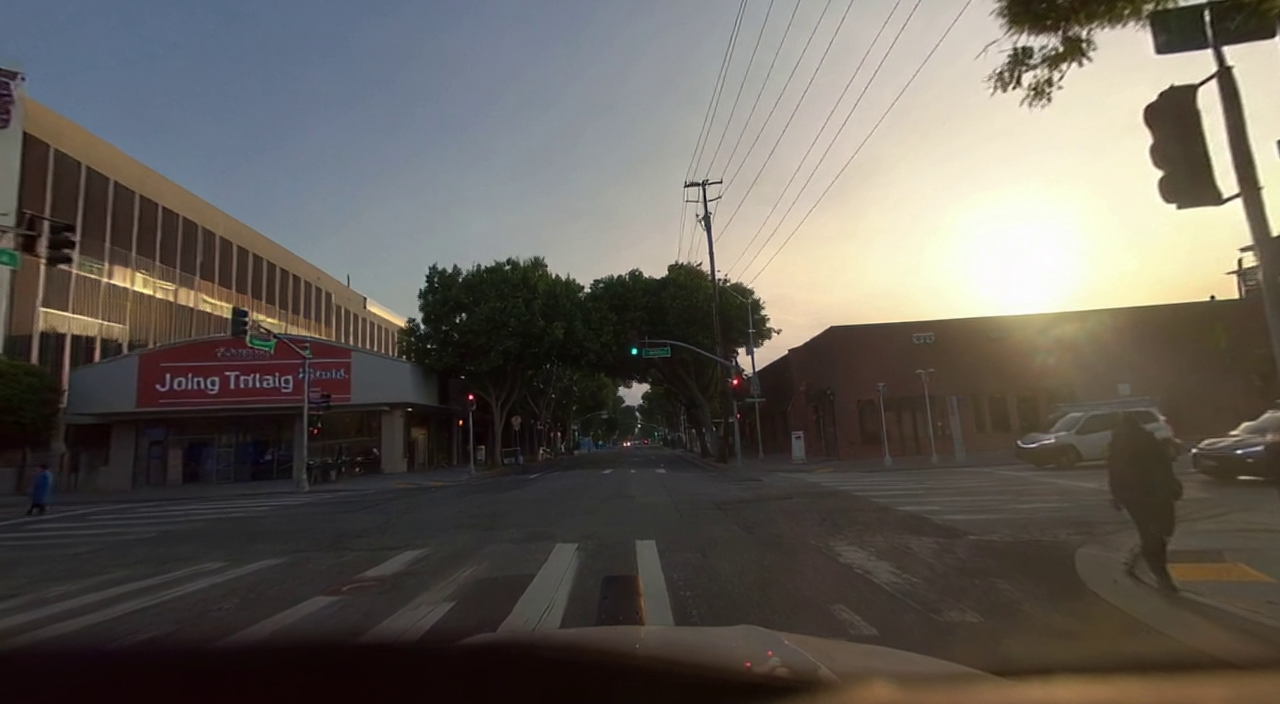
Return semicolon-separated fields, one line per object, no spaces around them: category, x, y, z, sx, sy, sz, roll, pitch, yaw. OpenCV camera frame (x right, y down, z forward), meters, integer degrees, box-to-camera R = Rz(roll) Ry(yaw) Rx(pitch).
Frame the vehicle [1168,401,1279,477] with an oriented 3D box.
vehicle;14.438;1.855;13.450;4.632;1.484;1.907;0;-8;-1
